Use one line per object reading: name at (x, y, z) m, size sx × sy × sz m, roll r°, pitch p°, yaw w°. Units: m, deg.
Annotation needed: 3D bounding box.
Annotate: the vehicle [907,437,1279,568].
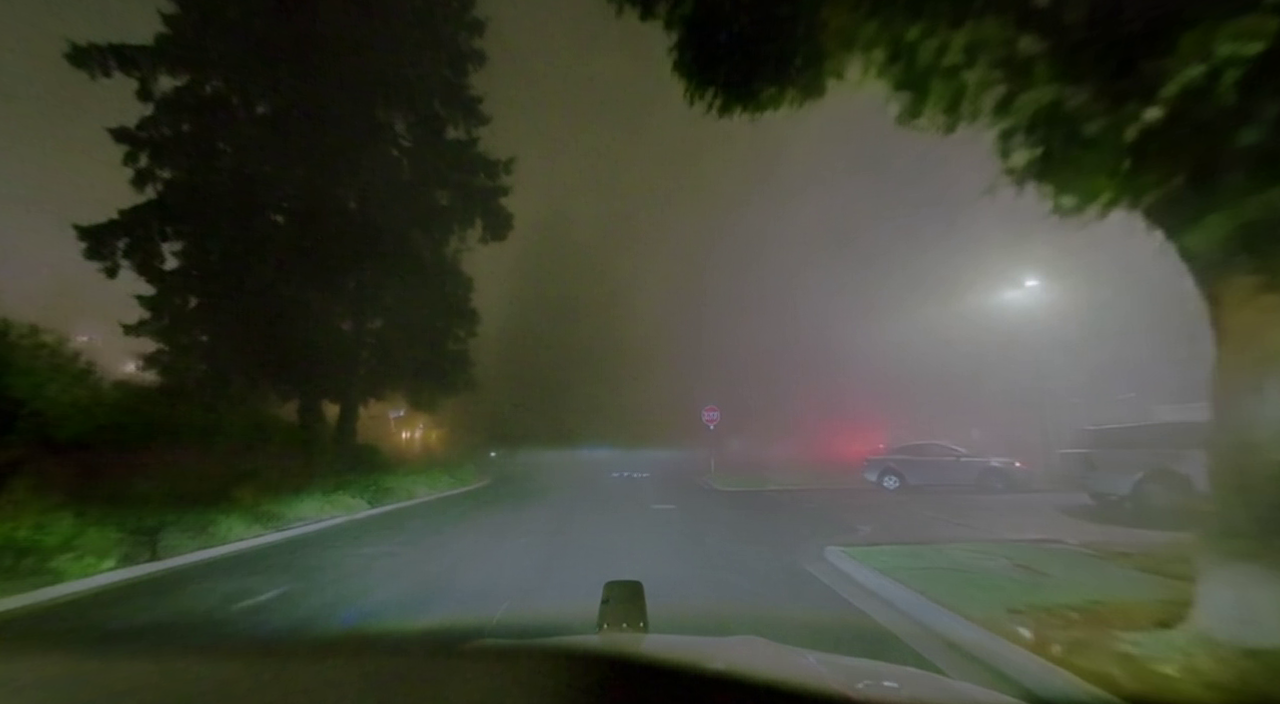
vehicle at (5.859, 1.782, 7.834) m, size 4.229 × 1.402 × 1.811 m, roll 0°, pitch -9°, yaw 2°
